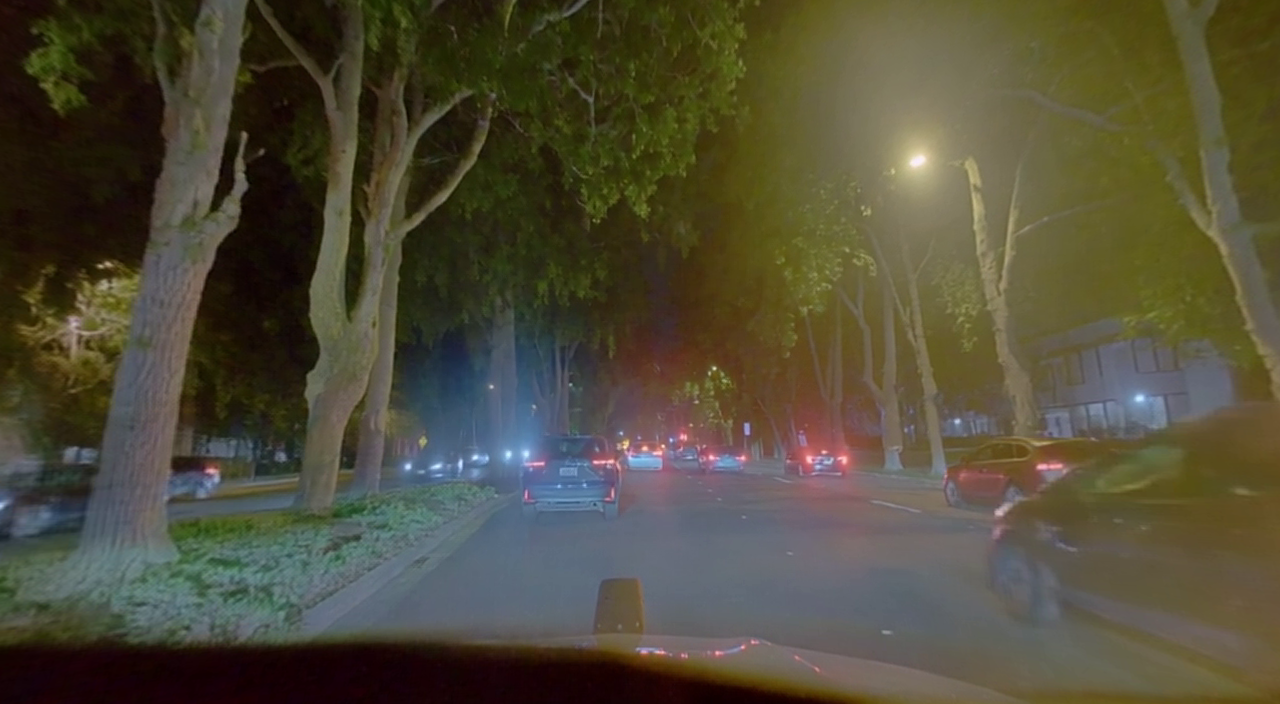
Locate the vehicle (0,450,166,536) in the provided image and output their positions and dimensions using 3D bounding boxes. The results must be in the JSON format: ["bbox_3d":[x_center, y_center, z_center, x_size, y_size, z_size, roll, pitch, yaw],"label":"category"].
[{"bbox_3d":[-12.283,2.742,12.736,1.981,1.463,4.395,0,-8,1],"label":"vehicle"}]

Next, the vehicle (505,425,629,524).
[{"bbox_3d":[-1.427,2.364,12.733,2.106,1.655,3.717,1,-8,-6],"label":"vehicle"}]

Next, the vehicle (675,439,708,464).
[{"bbox_3d":[3.950,7.735,49.487,2.114,1.846,4.659,0,-8,-1],"label":"vehicle"}]

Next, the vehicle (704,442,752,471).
[{"bbox_3d":[4.889,5.851,35.595,2.175,1.477,4.520,0,-8,1],"label":"vehicle"}]

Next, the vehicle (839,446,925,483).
[{"bbox_3d":[10.608,4.915,28.104,1.894,1.469,4.775,0,-8,0],"label":"vehicle"}]

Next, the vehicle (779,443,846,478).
[{"bbox_3d":[7.849,4.966,29.170,1.977,1.485,4.308,0,-8,2],"label":"vehicle"}]

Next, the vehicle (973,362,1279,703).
[{"bbox_3d":[4.028,0.963,3.245,2.220,1.715,4.335,0,-8,0],"label":"vehicle"}]

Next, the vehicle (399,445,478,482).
[{"bbox_3d":[-8.571,4.752,27.262,1.966,1.489,4.099,0,-8,1],"label":"vehicle"}]

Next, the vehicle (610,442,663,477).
[{"bbox_3d":[-0.150,4.675,27.731,2.161,1.445,3.772,0,-8,0],"label":"vehicle"}]
